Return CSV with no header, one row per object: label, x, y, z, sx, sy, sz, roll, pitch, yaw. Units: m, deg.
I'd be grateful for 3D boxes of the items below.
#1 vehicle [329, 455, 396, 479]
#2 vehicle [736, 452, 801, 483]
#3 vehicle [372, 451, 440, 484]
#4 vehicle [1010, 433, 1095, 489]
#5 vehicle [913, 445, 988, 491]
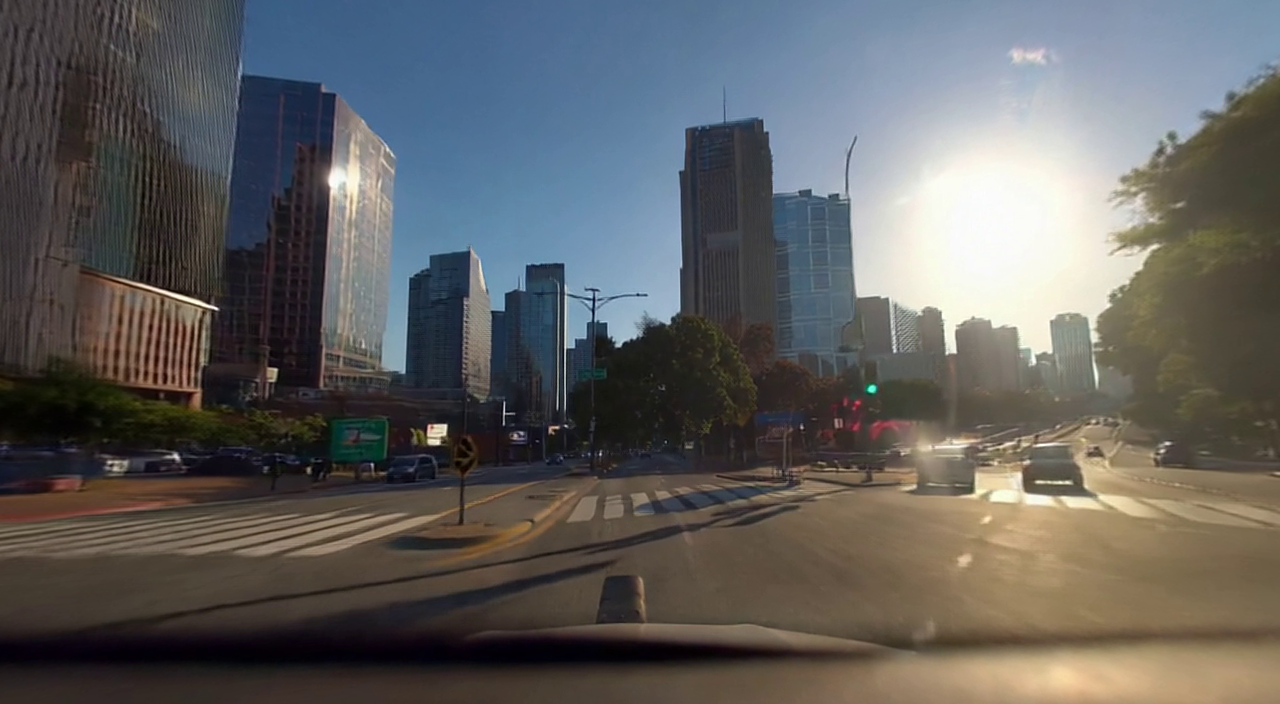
vehicle,-18.369,7.627,42.067,2.448,1.407,4.308,1,-8,1
vehicle,6.817,6.179,34.084,2.675,1.452,4.213,-1,-9,2
vehicle,-13.345,6.572,36.329,1.979,1.727,4.489,-1,-9,3
vehicle,15.111,3.967,23.353,2.232,1.814,5.285,-5,-10,31
vehicle,11.948,4.341,24.109,2.023,1.527,5.016,-6,-10,31
